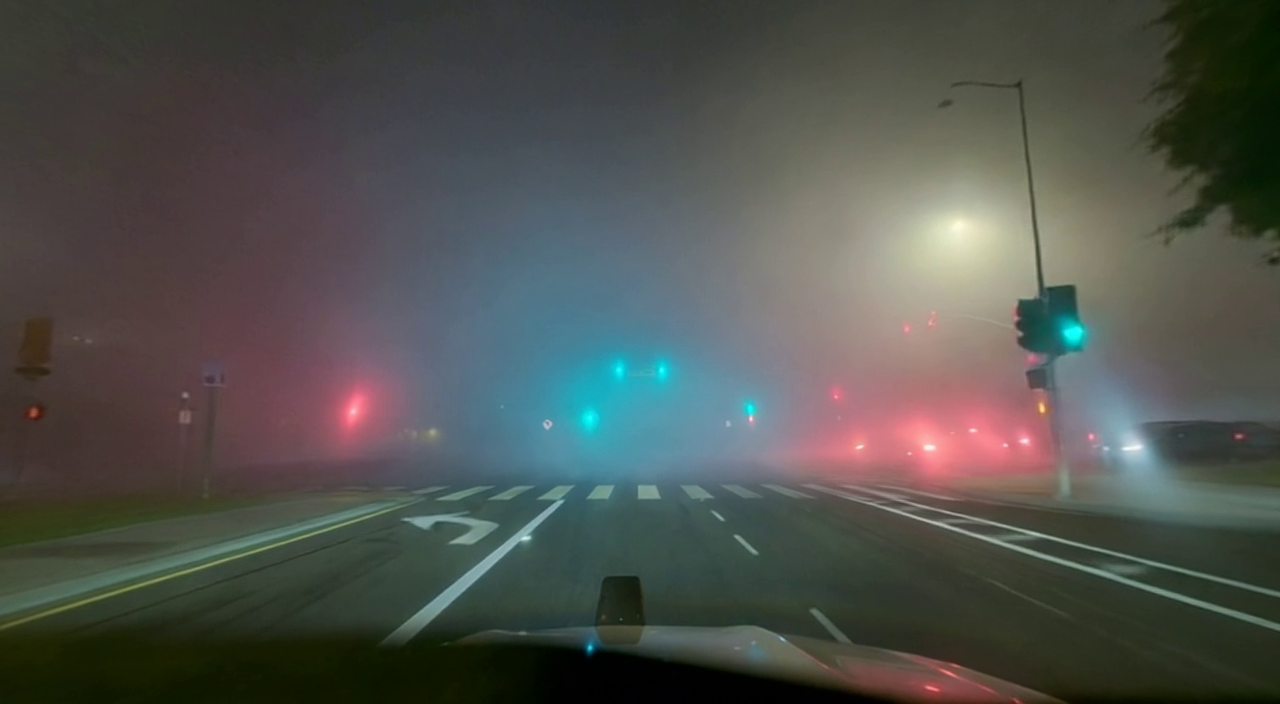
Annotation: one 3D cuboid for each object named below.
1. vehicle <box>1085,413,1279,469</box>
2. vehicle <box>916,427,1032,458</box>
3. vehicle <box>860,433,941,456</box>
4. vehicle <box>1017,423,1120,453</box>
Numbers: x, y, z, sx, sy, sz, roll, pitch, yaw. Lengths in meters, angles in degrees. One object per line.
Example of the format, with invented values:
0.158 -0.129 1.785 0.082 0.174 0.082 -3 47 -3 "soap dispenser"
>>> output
19.455 3.200 22.753 5.212 1.864 2.044 0 -8 0 "vehicle"
17.267 4.687 32.817 4.916 1.504 1.846 0 -8 -1 "vehicle"
15.381 5.484 37.447 4.046 1.306 1.719 -1 -8 4 "vehicle"
25.592 5.168 37.858 4.571 1.698 1.977 -1 -8 4 "vehicle"
